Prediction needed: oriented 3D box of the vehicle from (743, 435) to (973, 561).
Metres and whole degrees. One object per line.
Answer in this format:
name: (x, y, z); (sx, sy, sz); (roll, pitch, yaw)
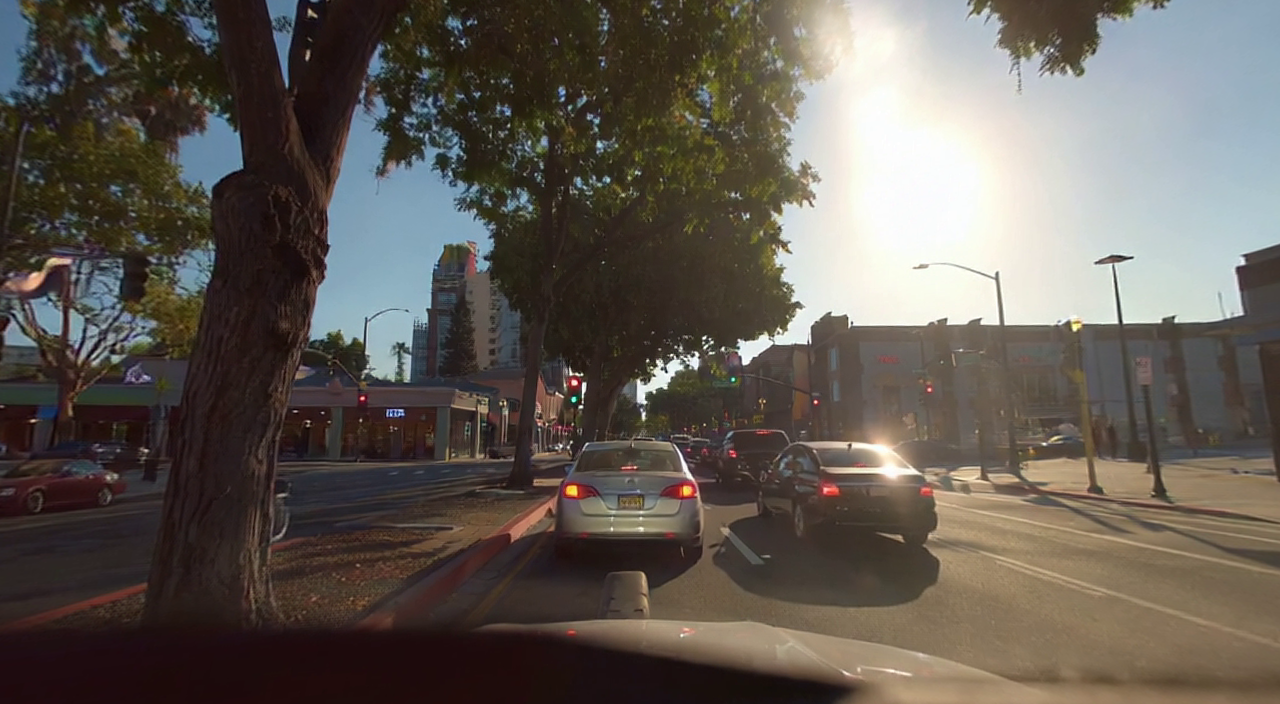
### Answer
vehicle: (2.913, 2.031, 9.583); (1.893, 1.446, 4.270); (0, -8, -1)

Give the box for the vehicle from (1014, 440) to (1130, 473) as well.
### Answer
vehicle: (22.832, 5.525, 33.458); (4.610, 1.622, 1.934); (-1, -8, 4)

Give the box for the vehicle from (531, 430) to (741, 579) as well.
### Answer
vehicle: (-0.086, 1.828, 8.421); (2.087, 1.456, 4.143); (0, -8, -1)
